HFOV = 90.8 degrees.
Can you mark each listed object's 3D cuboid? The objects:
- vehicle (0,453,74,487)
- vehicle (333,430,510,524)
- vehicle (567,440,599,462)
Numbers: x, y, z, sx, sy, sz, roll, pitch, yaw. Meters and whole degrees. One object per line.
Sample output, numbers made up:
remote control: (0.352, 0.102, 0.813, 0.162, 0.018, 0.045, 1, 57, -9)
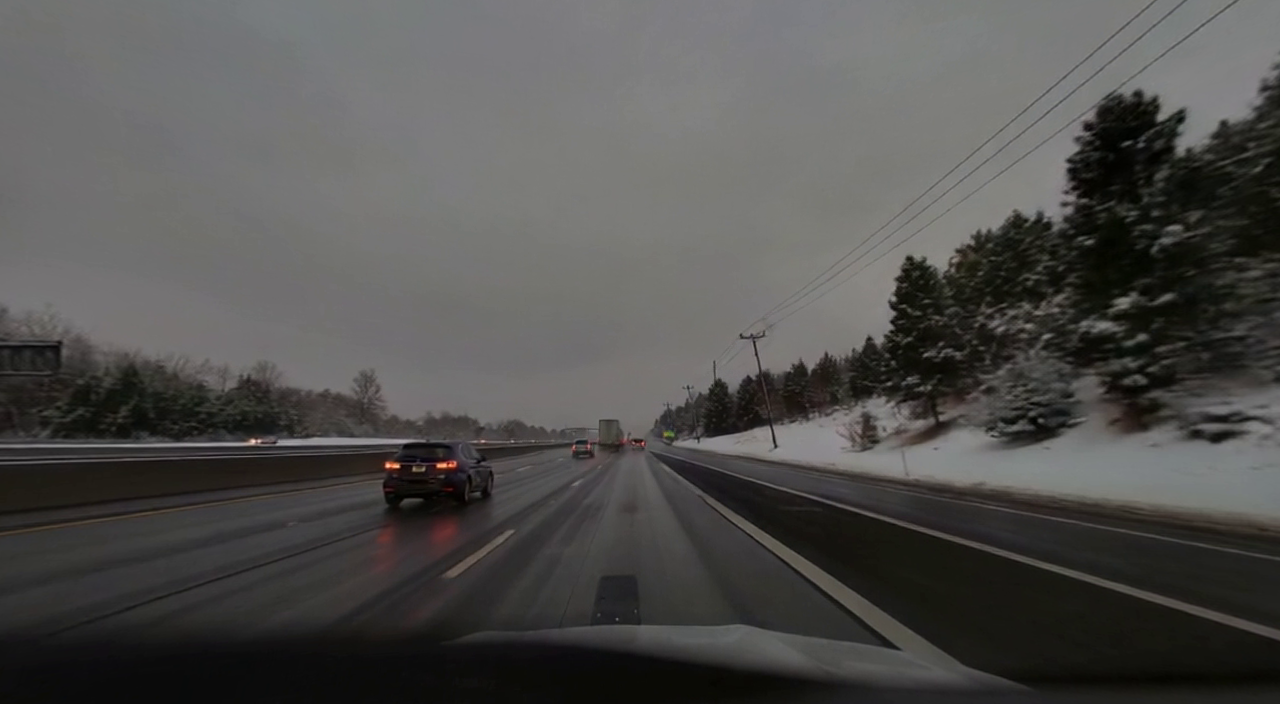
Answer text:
vehicle: (-29.753, 5.566, 30.049, 1.916, 1.471, 3.905, 0, -9, 1)
vehicle: (-4.083, 2.409, 12.727, 1.963, 1.533, 4.477, 0, -9, 0)
vehicle: (-4.098, 7.201, 46.137, 2.038, 1.533, 4.103, 0, -9, -1)
